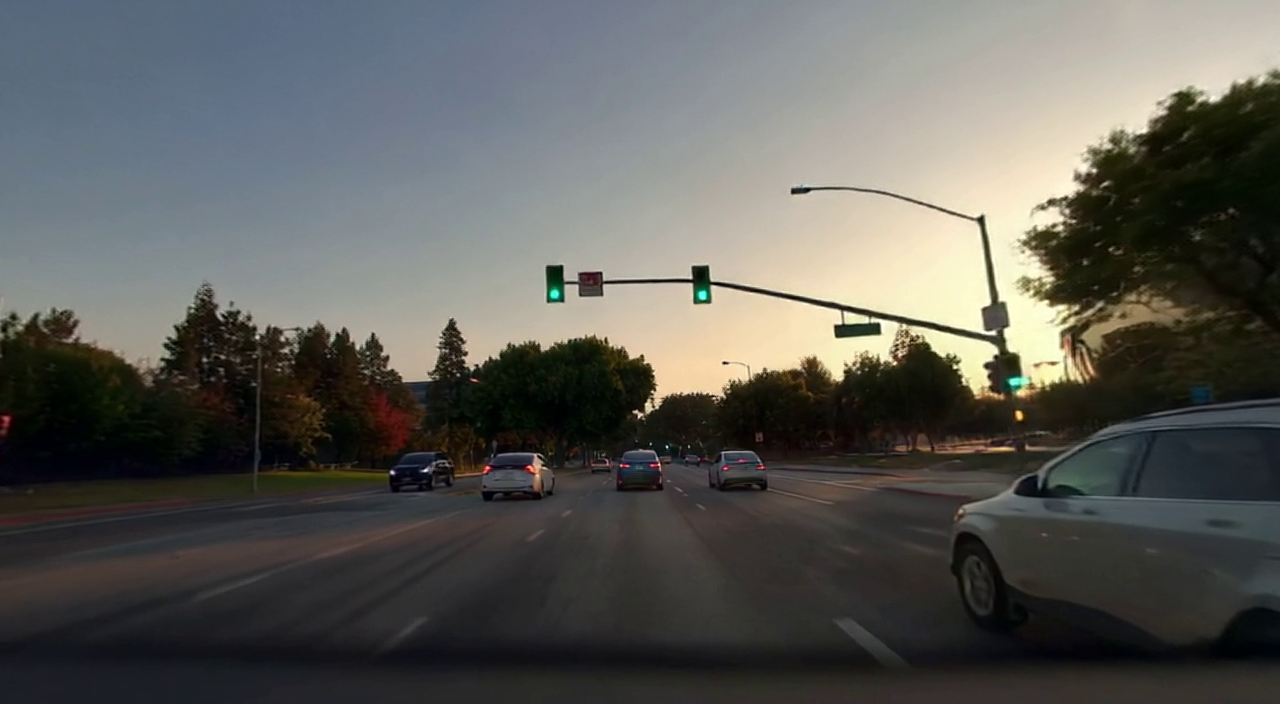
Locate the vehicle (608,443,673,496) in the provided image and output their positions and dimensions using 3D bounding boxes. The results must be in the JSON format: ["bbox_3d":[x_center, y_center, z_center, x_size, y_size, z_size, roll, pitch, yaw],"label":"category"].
[{"bbox_3d":[-0.001,4.176,22.892,2.150,1.725,4.096,0,-8,0],"label":"vehicle"}]

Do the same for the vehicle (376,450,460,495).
[{"bbox_3d":[-9.514,5.170,27.478,2.045,1.730,4.375,0,-8,0],"label":"vehicle"}]

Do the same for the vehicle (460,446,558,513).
[{"bbox_3d":[-3.470,3.439,17.544,1.823,1.602,4.061,0,-8,0],"label":"vehicle"}]

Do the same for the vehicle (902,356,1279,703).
[{"bbox_3d":[3.319,0.963,3.072,2.069,1.644,4.714,0,-8,0],"label":"vehicle"}]

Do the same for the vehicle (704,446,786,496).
[{"bbox_3d":[3.537,4.099,22.132,2.068,1.541,4.041,0,-8,-1],"label":"vehicle"}]
